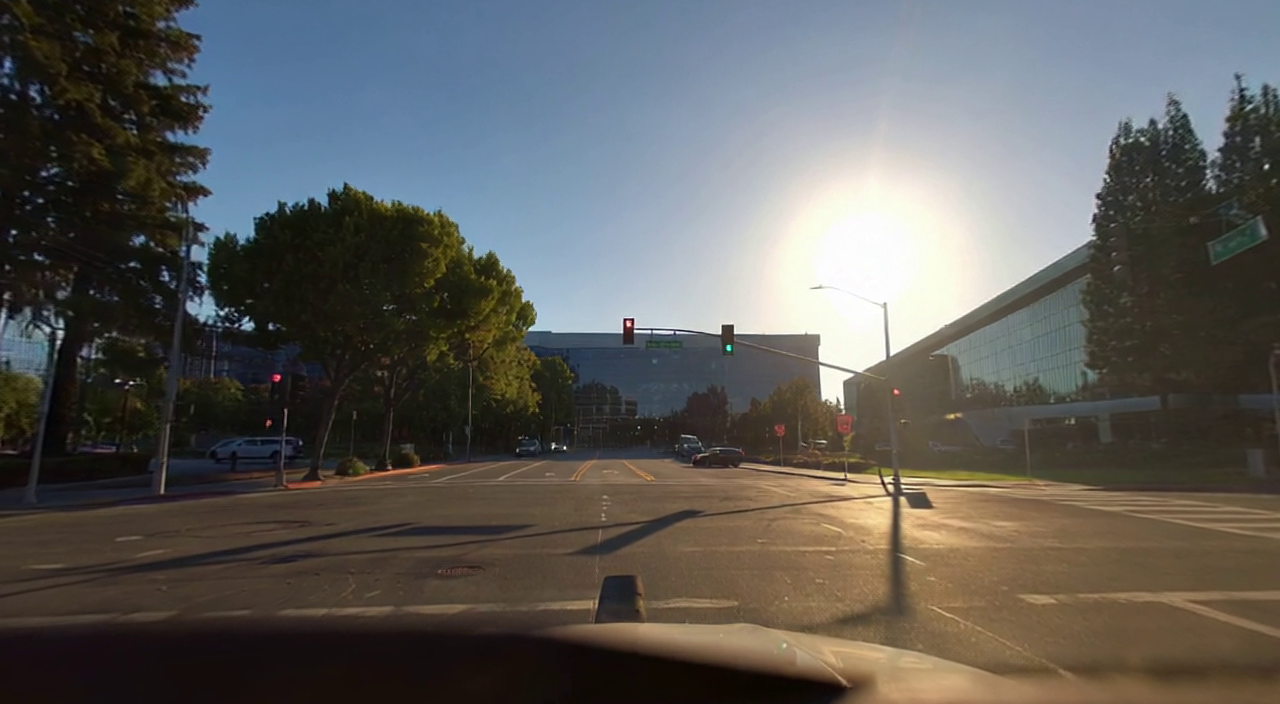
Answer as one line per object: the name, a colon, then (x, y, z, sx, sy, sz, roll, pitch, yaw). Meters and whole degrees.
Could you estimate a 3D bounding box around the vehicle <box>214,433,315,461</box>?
vehicle: (-22.390, 5.683, 37.856, 4.765, 1.593, 1.891, 1, -9, -7)
